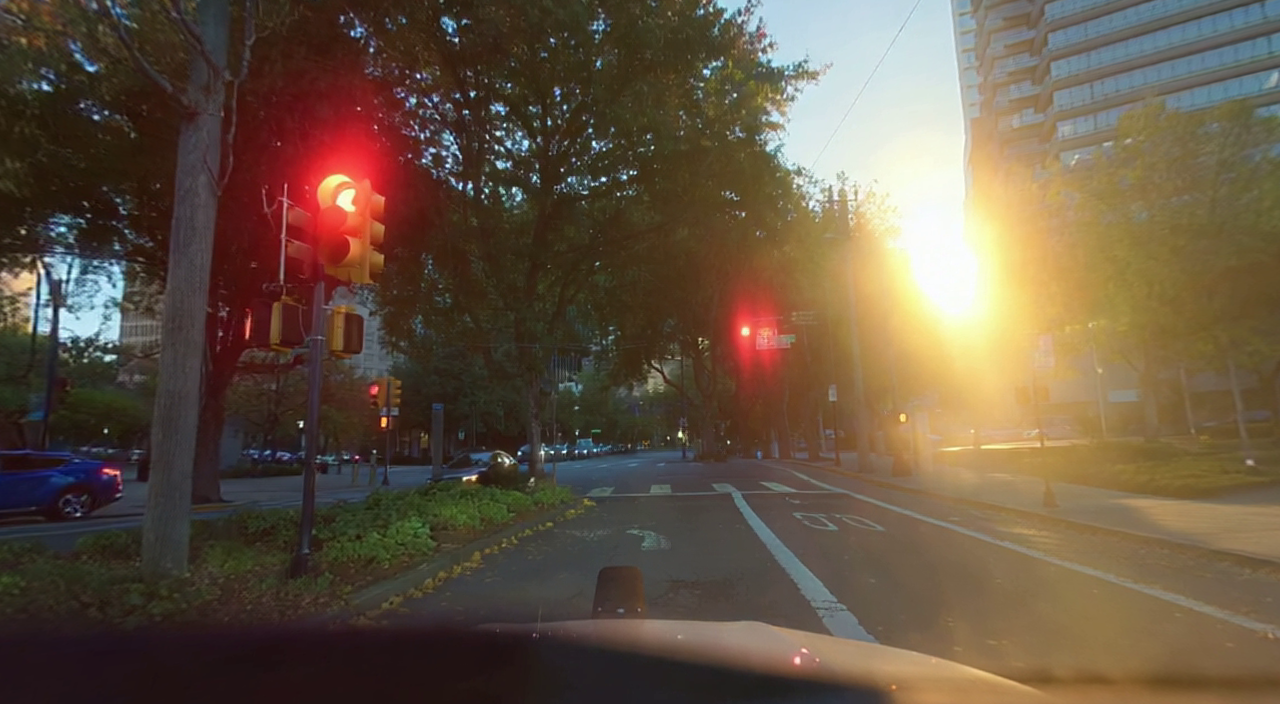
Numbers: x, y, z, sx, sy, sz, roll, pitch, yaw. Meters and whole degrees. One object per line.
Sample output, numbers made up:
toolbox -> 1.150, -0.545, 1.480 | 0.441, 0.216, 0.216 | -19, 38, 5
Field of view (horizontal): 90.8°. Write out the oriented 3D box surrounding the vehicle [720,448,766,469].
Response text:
vehicle -> 7.842, 8.124, 48.417 | 1.829, 1.440, 4.384 | 2, -9, -14

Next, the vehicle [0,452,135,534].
vehicle -> -12.860, 2.714, 12.264 | 4.598, 1.490, 1.816 | 7, -11, -40
